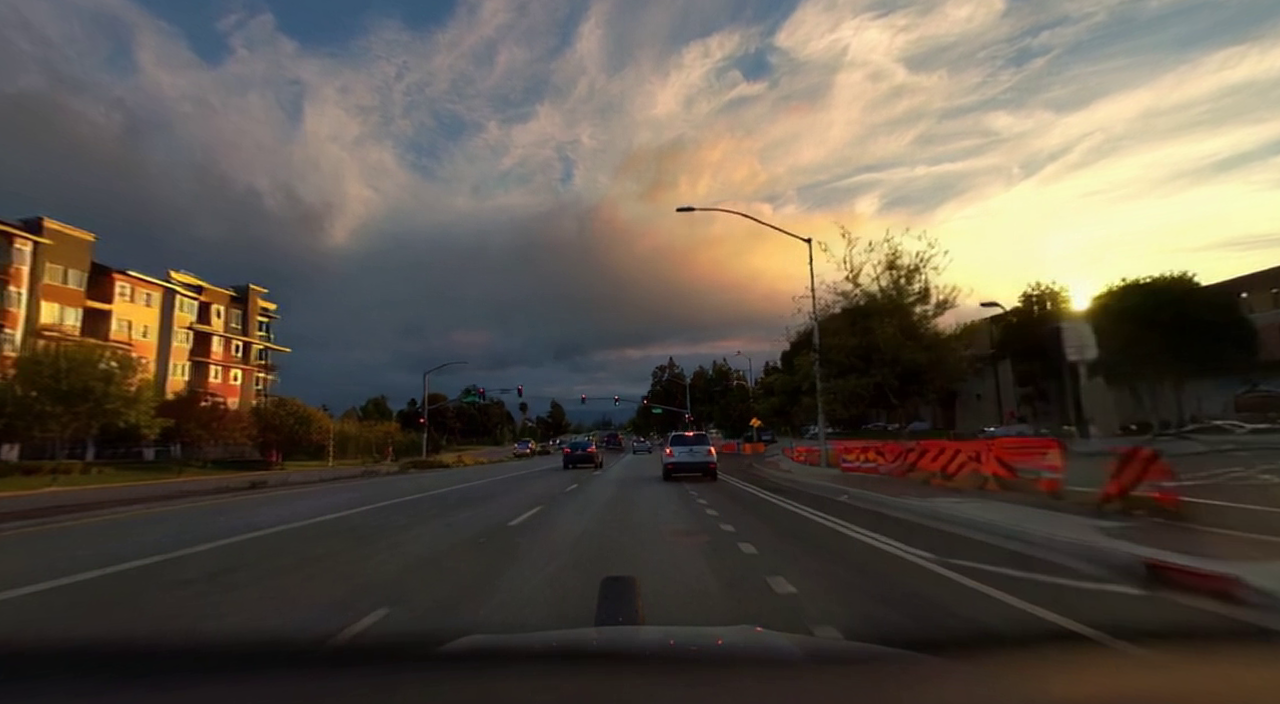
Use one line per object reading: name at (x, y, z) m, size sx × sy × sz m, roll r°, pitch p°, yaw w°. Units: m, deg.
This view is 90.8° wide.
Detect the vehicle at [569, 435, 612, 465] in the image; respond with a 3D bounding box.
vehicle at (-2.871, 5.764, 37.349) m, size 2.121 × 1.654 × 3.993 m, roll 0°, pitch -8°, yaw 1°

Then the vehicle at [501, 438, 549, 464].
vehicle at (-6.953, 6.058, 38.678) m, size 1.928 × 1.488 × 4.635 m, roll 0°, pitch -8°, yaw 2°

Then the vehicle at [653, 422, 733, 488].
vehicle at (1.526, 3.207, 19.971) m, size 2.197 × 1.835 × 4.316 m, roll 0°, pitch -8°, yaw 0°
